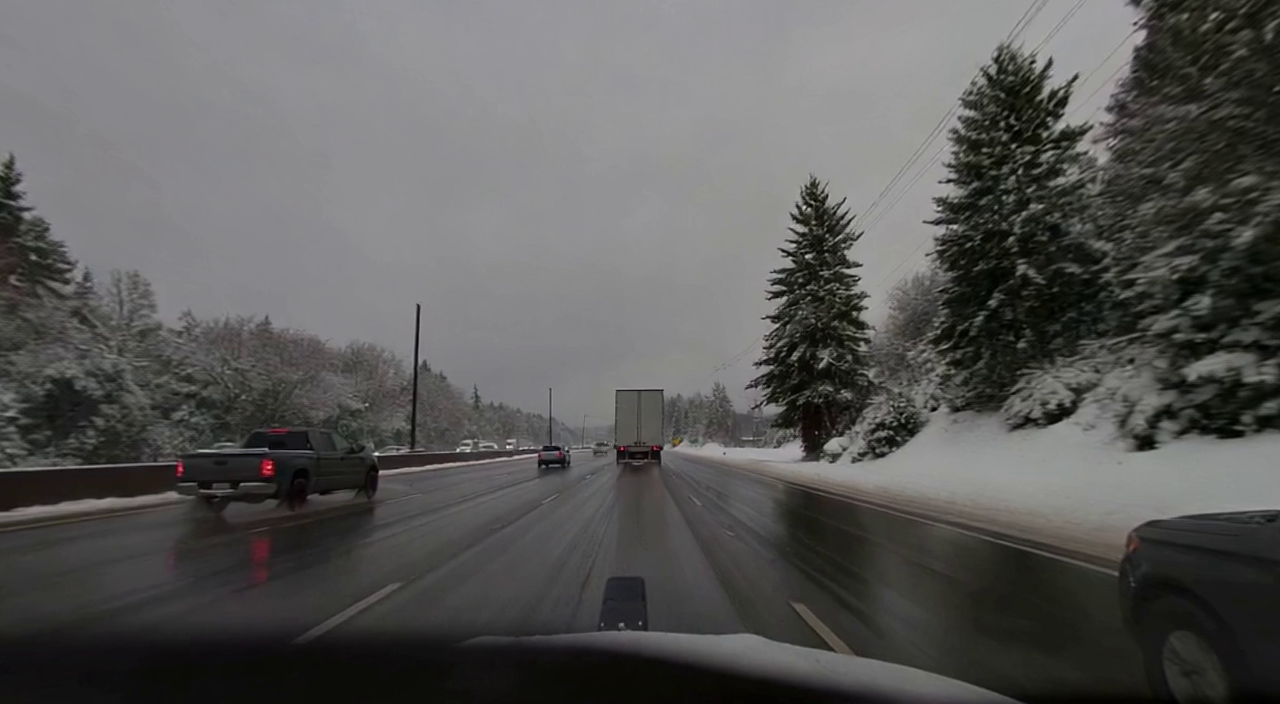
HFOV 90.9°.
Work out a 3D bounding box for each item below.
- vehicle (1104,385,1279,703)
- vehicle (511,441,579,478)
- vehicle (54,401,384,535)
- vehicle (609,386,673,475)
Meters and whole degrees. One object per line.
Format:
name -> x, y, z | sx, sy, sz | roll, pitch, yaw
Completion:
vehicle -> 3.452, 0.637, 0.634 | 2.118, 1.525, 5.138 | 0, -8, 1
vehicle -> -4.046, 4.680, 27.779 | 2.138, 1.469, 4.677 | 0, -8, 2
vehicle -> -7.297, 2.105, 12.099 | 2.263, 1.936, 5.802 | 0, -8, 1
vehicle -> 0.080, 4.358, 34.149 | 2.879, 4.027, 11.243 | 0, -8, 0
